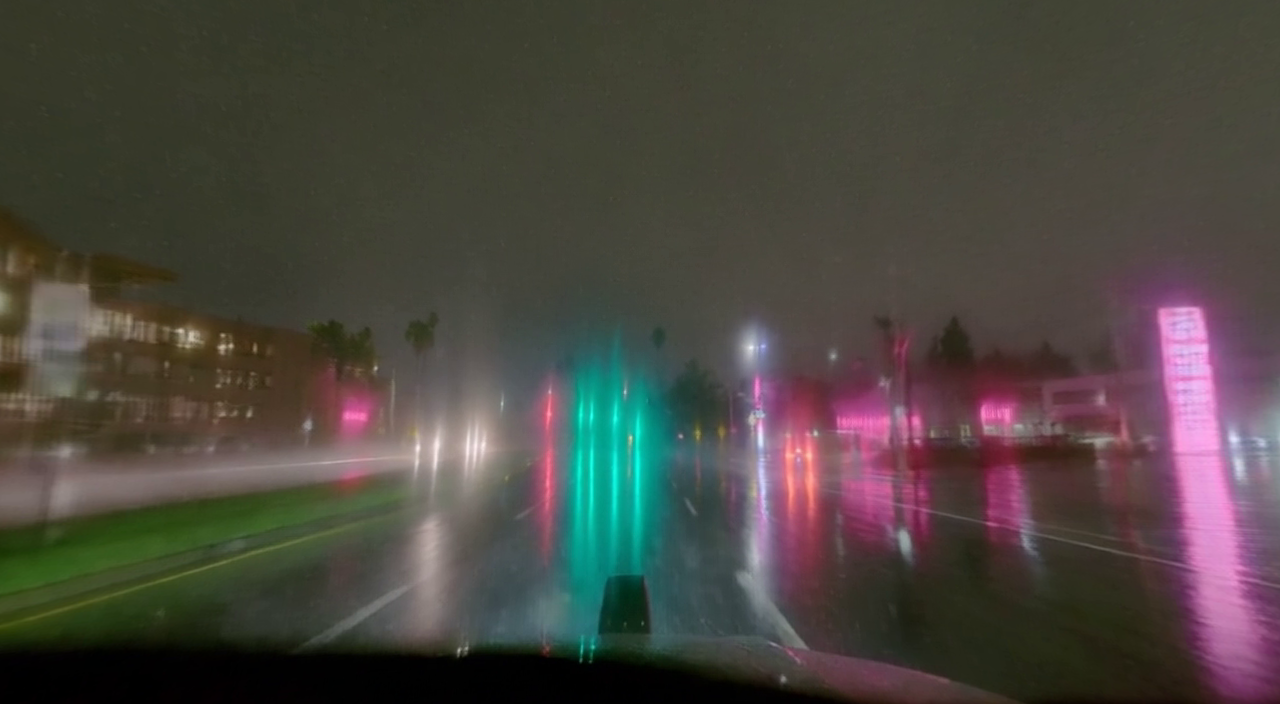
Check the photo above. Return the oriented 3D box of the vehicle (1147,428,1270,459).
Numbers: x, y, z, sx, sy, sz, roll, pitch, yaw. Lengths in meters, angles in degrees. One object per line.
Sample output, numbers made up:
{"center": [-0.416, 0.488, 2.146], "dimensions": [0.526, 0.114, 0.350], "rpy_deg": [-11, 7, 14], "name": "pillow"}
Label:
{"center": [36.374, 5.887, 40.503], "dimensions": [5.218, 1.927, 2.387], "rpy_deg": [-1, -9, 10], "name": "vehicle"}
